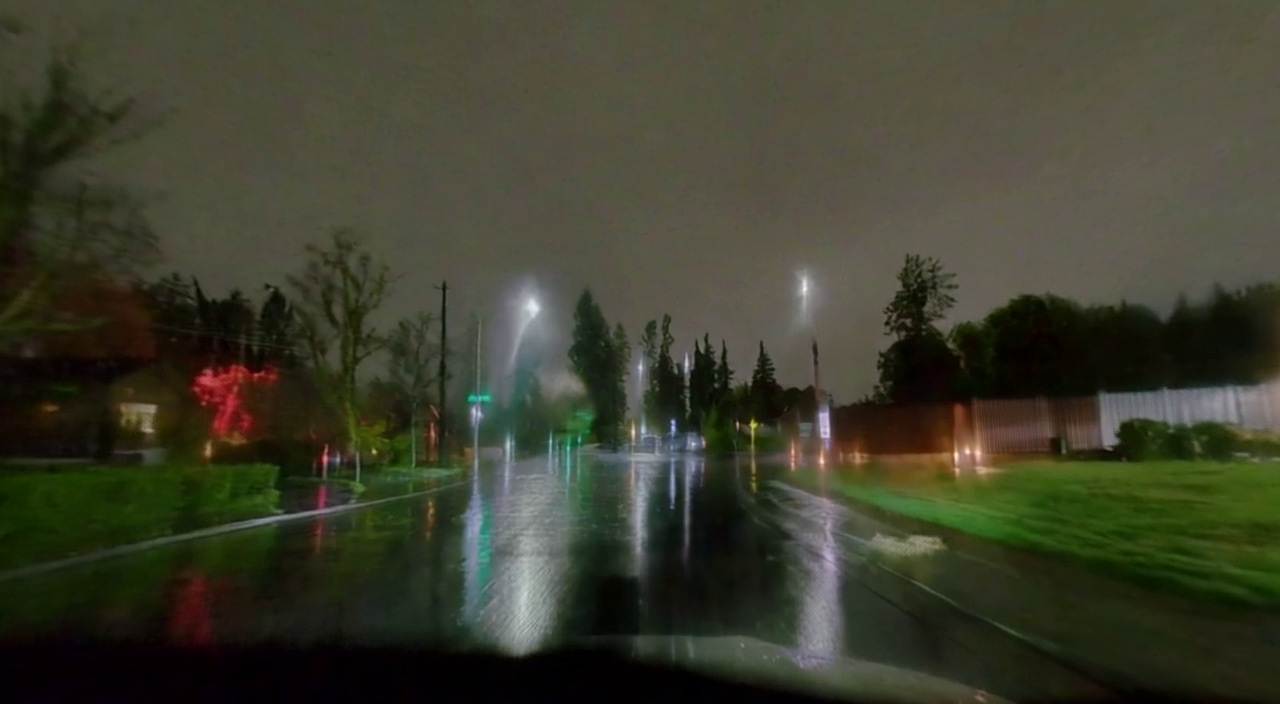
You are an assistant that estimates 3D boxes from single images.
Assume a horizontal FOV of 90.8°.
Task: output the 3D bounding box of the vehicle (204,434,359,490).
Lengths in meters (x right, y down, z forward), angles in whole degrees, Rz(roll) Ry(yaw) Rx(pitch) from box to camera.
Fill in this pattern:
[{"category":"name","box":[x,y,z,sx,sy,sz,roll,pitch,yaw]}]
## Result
[{"category":"vehicle","box":[-14.607,4.493,25.998,5.045,1.835,2.315,-4,-9,2]}]
